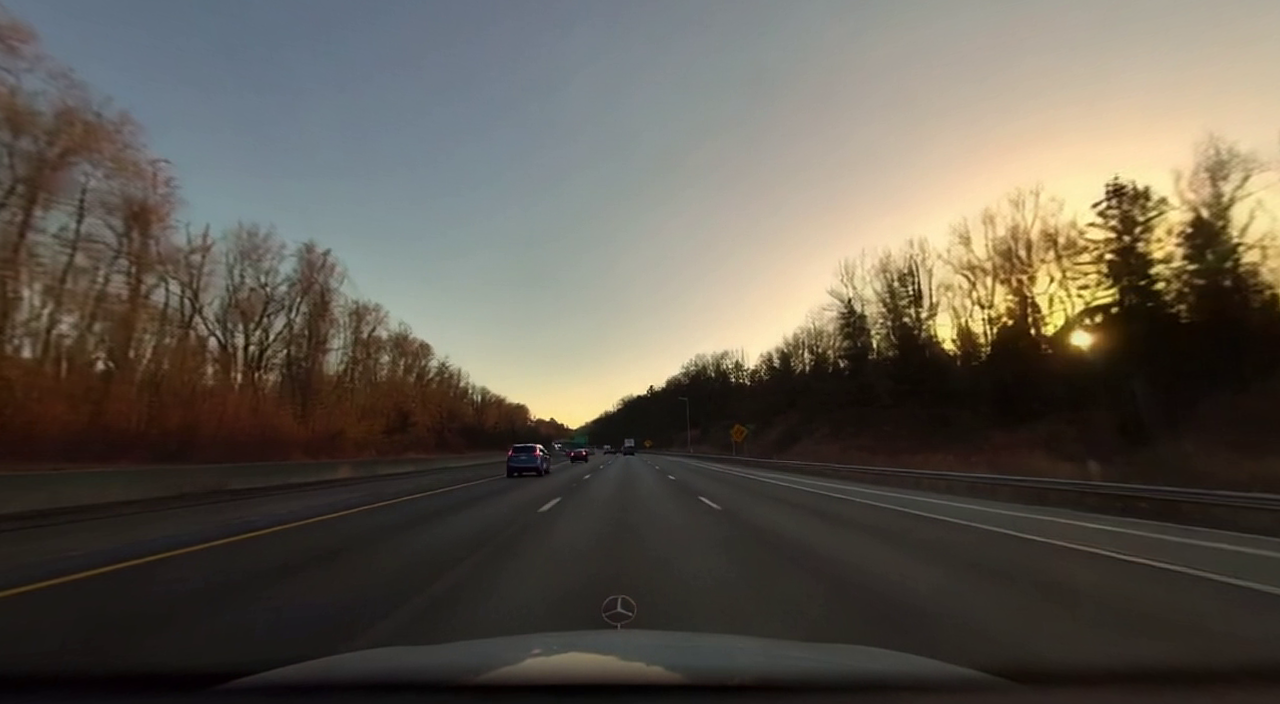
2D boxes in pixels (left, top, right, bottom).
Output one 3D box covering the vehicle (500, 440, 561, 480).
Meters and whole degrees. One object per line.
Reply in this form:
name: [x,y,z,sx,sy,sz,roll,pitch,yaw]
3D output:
vehicle: [-5.057,5.037,29.546,2.151,1.693,4.201,0,-9,-1]
